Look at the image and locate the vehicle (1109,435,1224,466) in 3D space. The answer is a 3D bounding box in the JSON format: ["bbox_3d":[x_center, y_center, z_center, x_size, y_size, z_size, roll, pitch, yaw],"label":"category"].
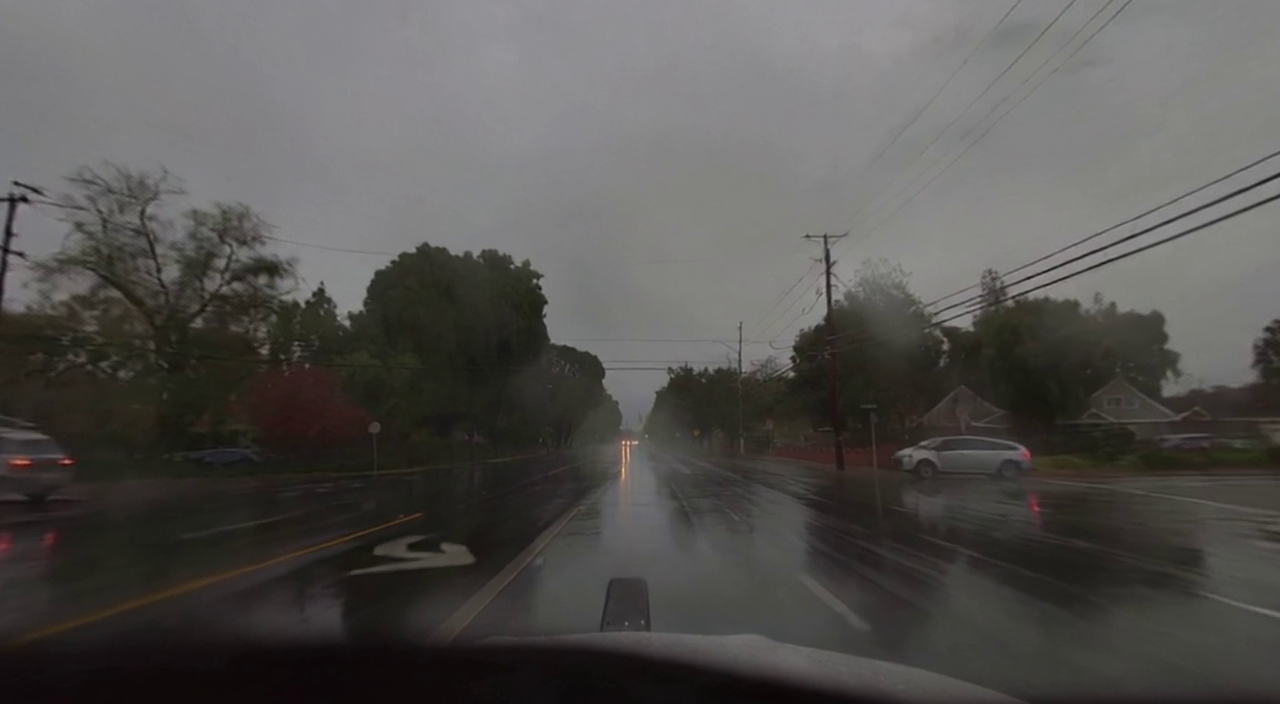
[{"bbox_3d":[27.037,5.064,32.621,1.787,1.465,4.681,0,-8,-2],"label":"vehicle"}]

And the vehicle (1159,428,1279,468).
[{"bbox_3d":[29.612,4.876,32.136,2.034,1.878,4.781,0,-8,-2],"label":"vehicle"}]

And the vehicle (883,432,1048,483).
[{"bbox_3d":[11.124,3.629,21.775,4.565,1.600,2.023,0,-8,-5],"label":"vehicle"}]
